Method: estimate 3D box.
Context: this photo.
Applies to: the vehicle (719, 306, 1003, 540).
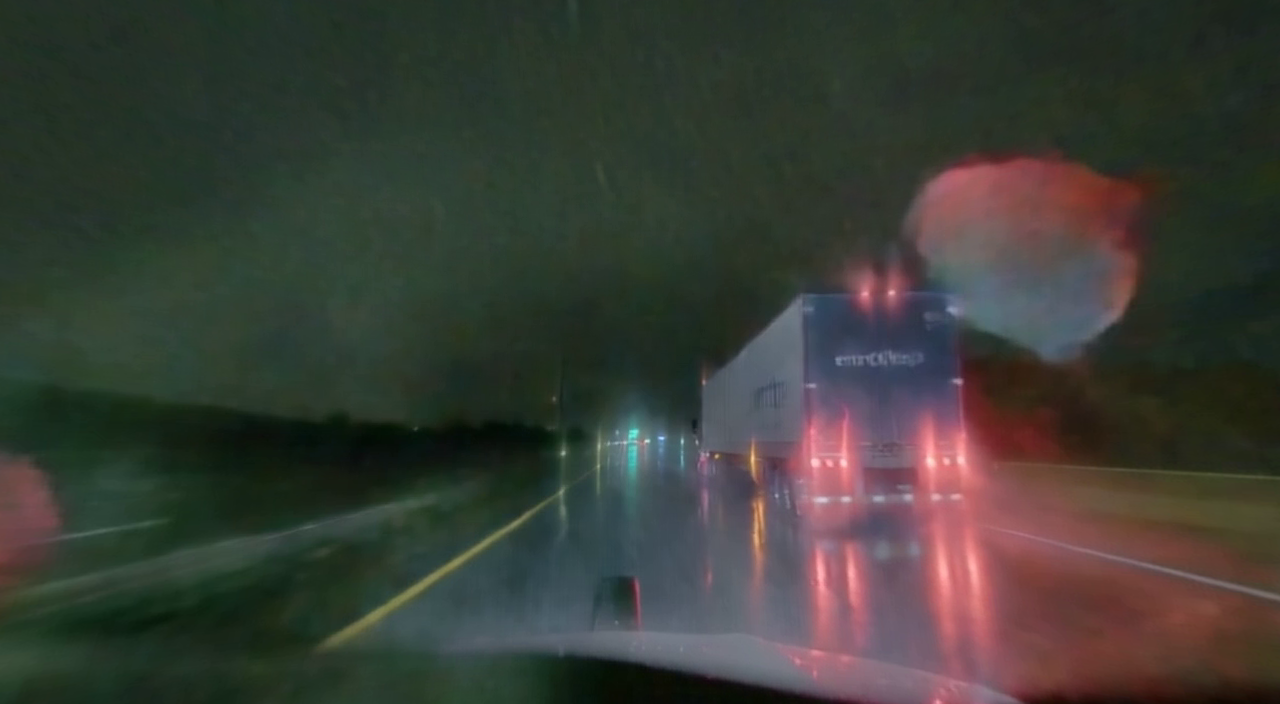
[{"bbox_3d":[3.462,1.435,12.263,2.702,3.193,7.196,0,-8,-1],"label":"vehicle"}]
